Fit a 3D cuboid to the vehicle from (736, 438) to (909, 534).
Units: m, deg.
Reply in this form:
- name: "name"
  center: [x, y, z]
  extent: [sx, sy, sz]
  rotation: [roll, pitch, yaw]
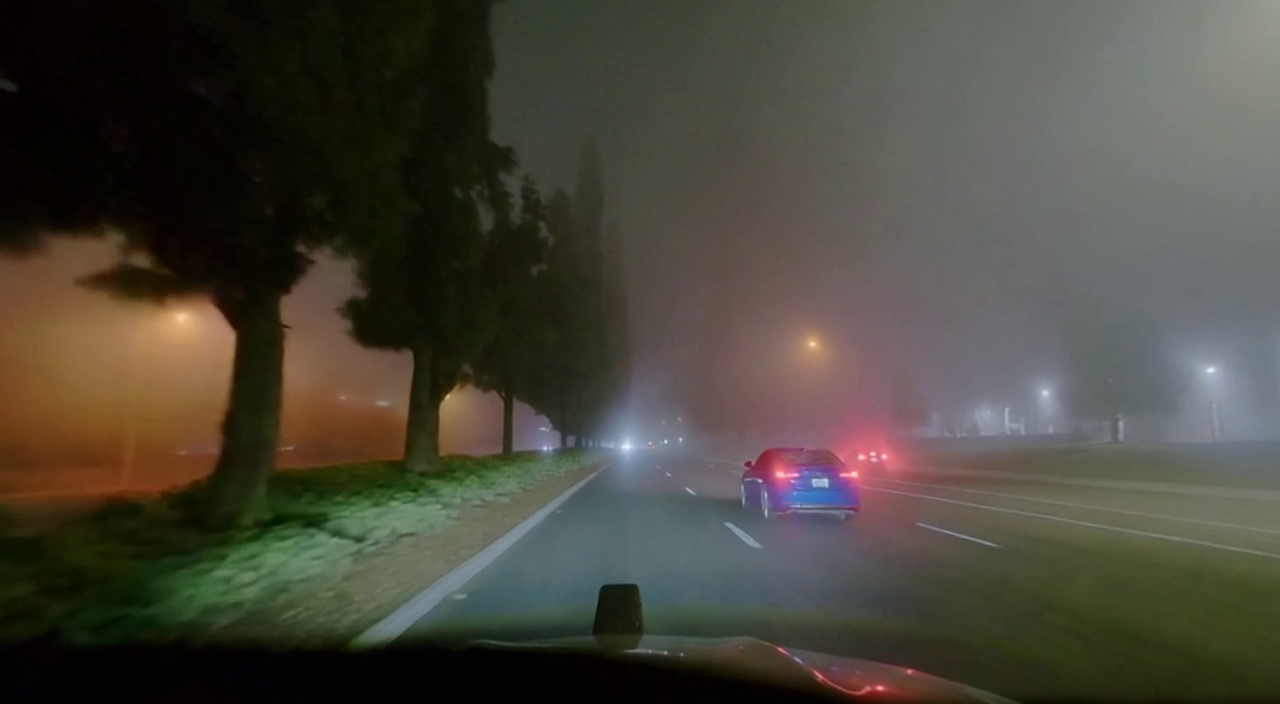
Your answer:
- name: "vehicle"
  center: [3.169, 2.417, 12.021]
  extent: [1.950, 1.473, 4.259]
  rotation: [0, -9, -1]
